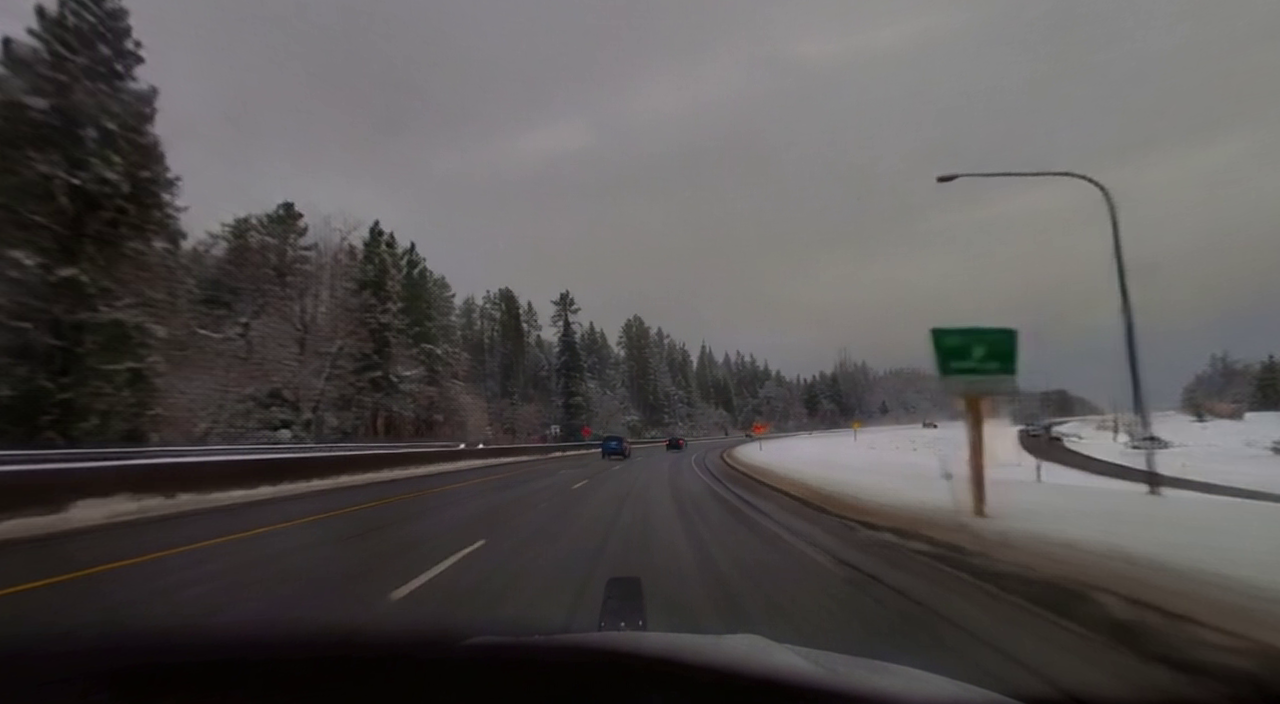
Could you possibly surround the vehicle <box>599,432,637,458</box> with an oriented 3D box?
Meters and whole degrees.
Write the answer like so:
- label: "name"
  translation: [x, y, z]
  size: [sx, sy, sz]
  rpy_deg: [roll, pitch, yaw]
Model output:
- label: "vehicle"
  translation: [-1.533, 6.622, 44.891]
  size: [2.129, 1.742, 4.217]
  rpy_deg: [-1, -8, 6]
